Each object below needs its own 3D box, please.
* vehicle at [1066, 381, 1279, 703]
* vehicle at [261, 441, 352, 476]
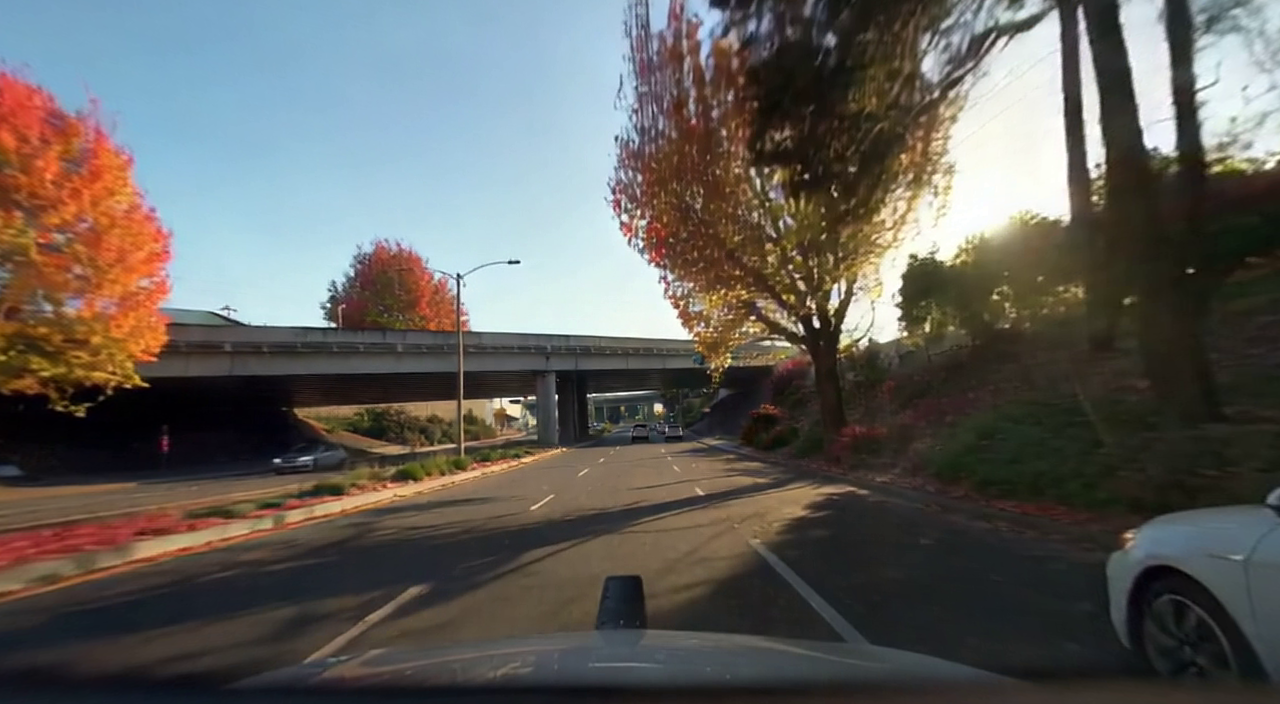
[{"bbox_3d":[3.635,0.745,1.569,2.063,1.542,4.420,0,-8,1],"label":"vehicle"},{"bbox_3d":[-15.645,5.004,29.817,1.907,1.488,4.286,0,-8,1],"label":"vehicle"}]
